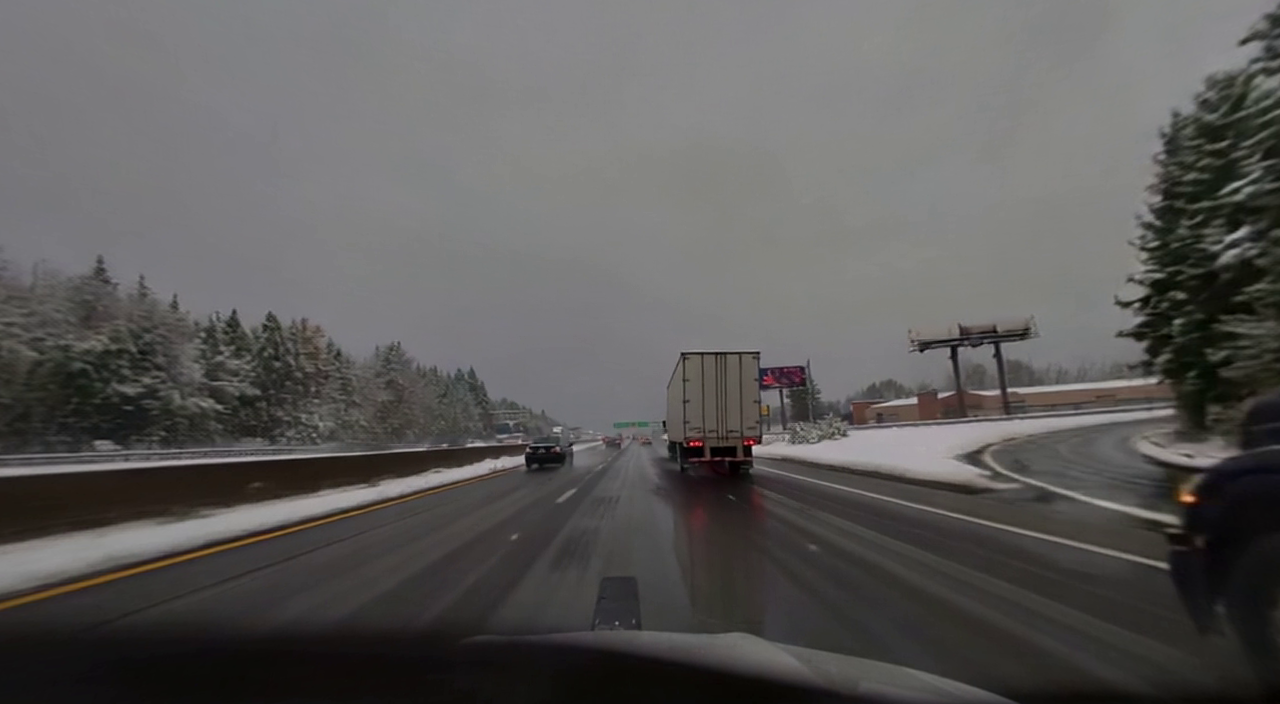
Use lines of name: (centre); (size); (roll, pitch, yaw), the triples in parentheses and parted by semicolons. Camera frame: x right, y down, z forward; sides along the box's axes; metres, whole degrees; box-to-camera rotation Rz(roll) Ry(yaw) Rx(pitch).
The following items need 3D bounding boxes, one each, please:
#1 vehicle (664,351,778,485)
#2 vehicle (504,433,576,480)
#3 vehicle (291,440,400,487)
vehicle: (2.524, 2.623, 23.670); (2.871, 3.815, 11.331); (0, -8, 1)
vehicle: (-3.407, 3.633, 22.257); (1.930, 1.484, 3.849); (0, -8, 0)
vehicle: (-11.811, 4.459, 25.711); (2.274, 1.681, 4.531); (0, -8, -1)
